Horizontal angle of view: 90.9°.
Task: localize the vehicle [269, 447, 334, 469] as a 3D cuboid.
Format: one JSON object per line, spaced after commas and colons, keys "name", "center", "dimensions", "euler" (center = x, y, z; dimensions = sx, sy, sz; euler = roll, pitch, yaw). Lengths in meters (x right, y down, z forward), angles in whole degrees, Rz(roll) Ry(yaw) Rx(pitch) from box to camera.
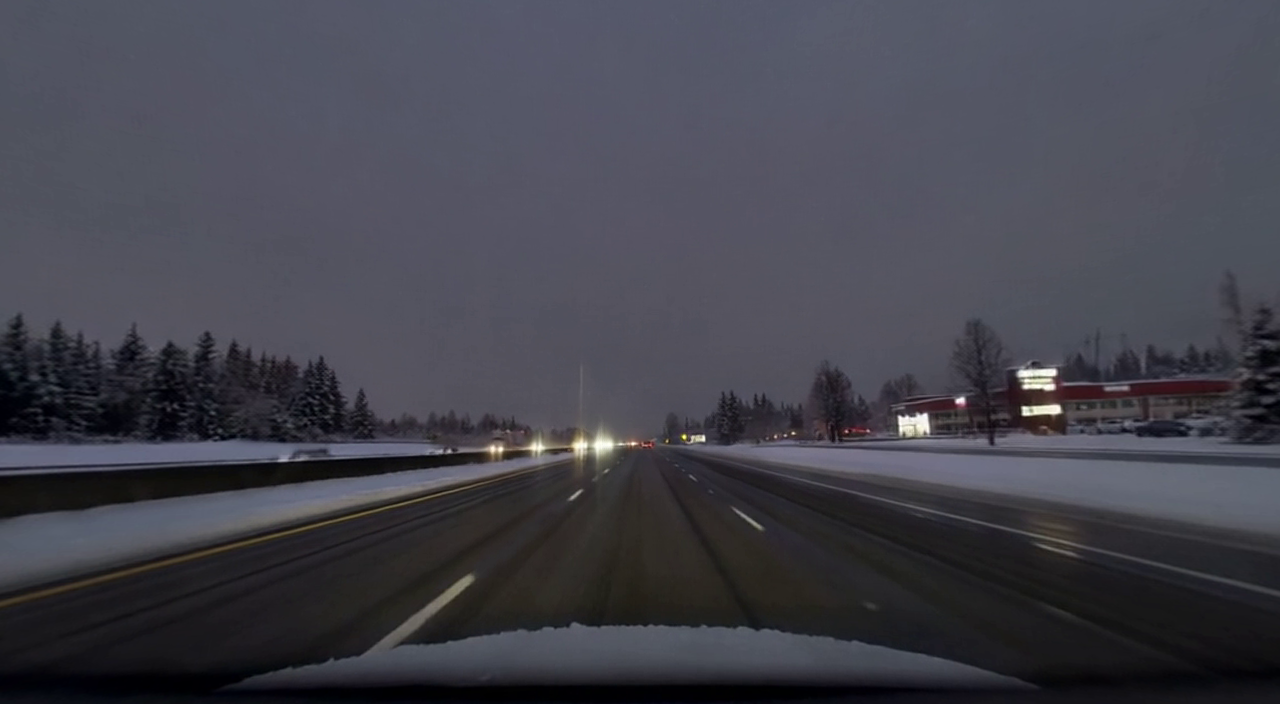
{"name": "vehicle", "center": [-23.264, 7.272, 43.569], "dimensions": [1.883, 1.444, 4.561], "euler": [0, -8, 1]}
